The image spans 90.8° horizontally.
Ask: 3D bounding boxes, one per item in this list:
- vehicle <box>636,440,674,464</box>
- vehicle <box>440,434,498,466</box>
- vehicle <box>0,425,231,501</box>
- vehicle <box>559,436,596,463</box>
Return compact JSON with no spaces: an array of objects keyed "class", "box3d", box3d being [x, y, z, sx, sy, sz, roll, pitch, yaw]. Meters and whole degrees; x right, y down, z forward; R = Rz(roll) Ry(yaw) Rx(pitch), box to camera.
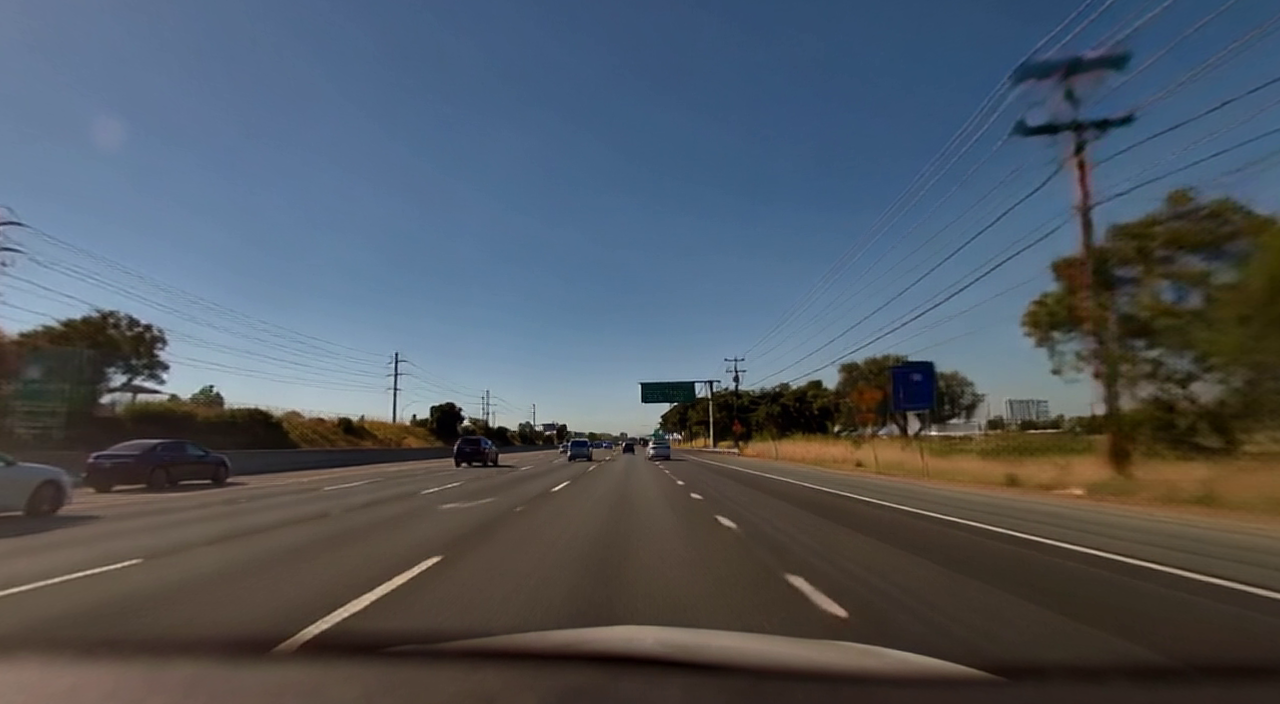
[{"class":"vehicle","box3d":[0.882,6.324,39.974,2.015,1.391,3.897,0,-9,-4]},{"class":"vehicle","box3d":[-10.401,5.985,38.850,2.115,1.799,5.444,0,-9,-1]},{"class":"vehicle","box3d":[-13.844,2.921,17.014,2.257,1.727,5.036,0,-9,0]},{"class":"vehicle","box3d":[-4.158,6.561,42.640,2.121,1.673,4.443,0,-9,-1]}]
